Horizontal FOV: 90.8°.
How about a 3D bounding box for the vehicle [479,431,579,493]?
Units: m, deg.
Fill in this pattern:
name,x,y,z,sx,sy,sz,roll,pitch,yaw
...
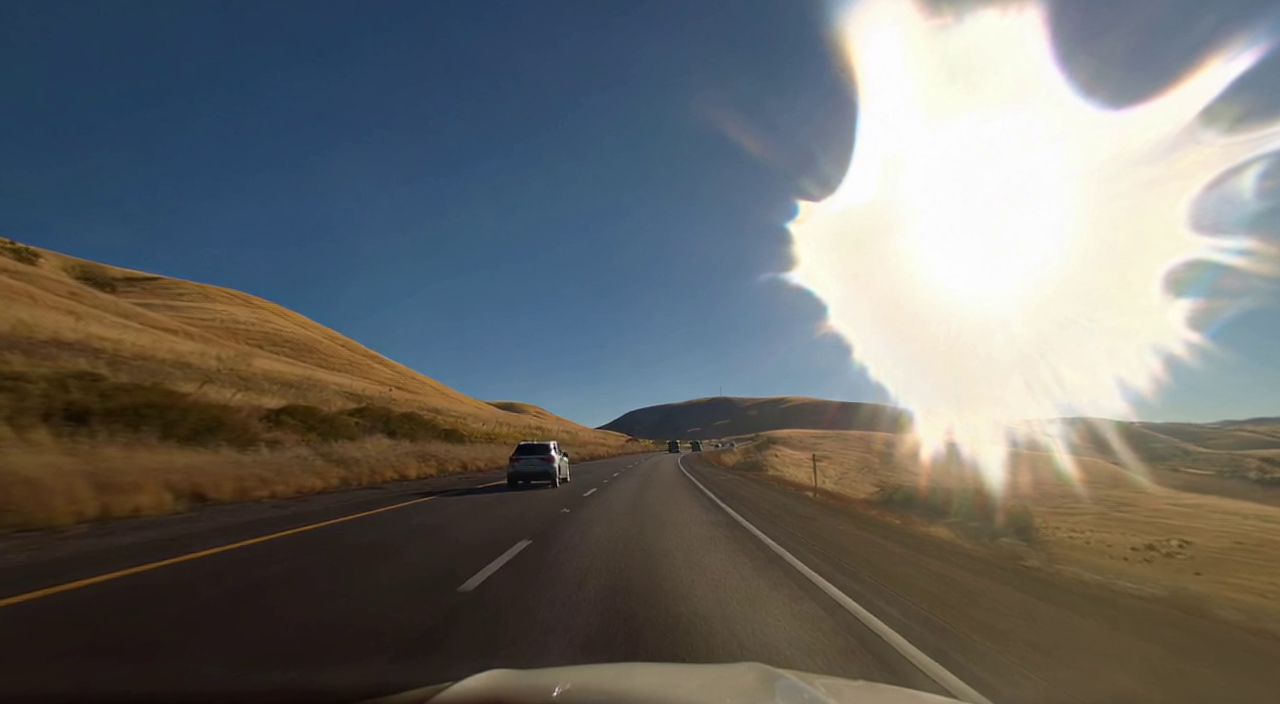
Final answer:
name,x,y,z,sx,sy,sz,roll,pitch,yaw
vehicle,-3.417,3.506,20.491,2.252,1.743,4.560,0,-9,2
